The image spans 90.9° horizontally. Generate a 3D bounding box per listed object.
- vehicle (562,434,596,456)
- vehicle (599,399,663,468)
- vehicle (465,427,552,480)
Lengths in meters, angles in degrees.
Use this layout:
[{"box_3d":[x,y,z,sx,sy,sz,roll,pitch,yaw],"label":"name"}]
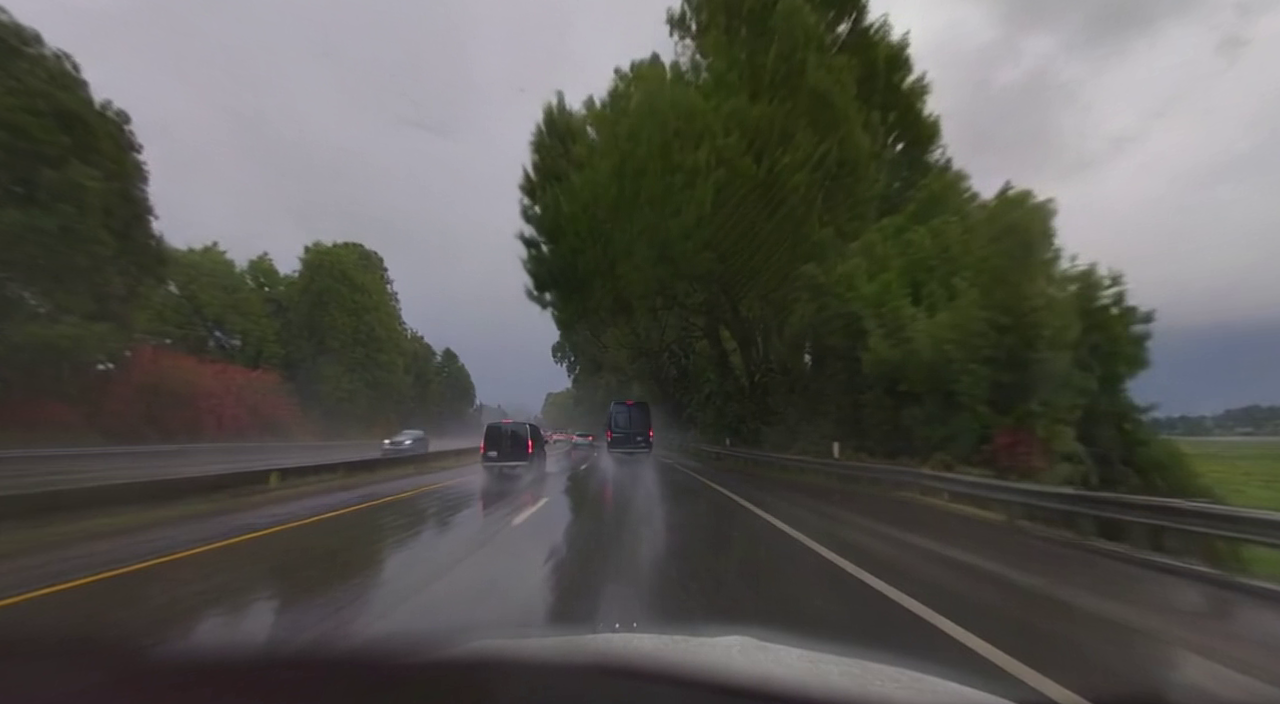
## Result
[{"box_3d":[-4.339,6.695,45.489,2.251,1.459,4.236,0,-8,-2],"label":"vehicle"},{"box_3d":[-0.546,3.852,29.624,2.647,2.896,6.480,0,-8,-3],"label":"vehicle"},{"box_3d":[-4.409,3.467,21.876,2.110,1.636,4.453,0,-8,-1],"label":"vehicle"}]
